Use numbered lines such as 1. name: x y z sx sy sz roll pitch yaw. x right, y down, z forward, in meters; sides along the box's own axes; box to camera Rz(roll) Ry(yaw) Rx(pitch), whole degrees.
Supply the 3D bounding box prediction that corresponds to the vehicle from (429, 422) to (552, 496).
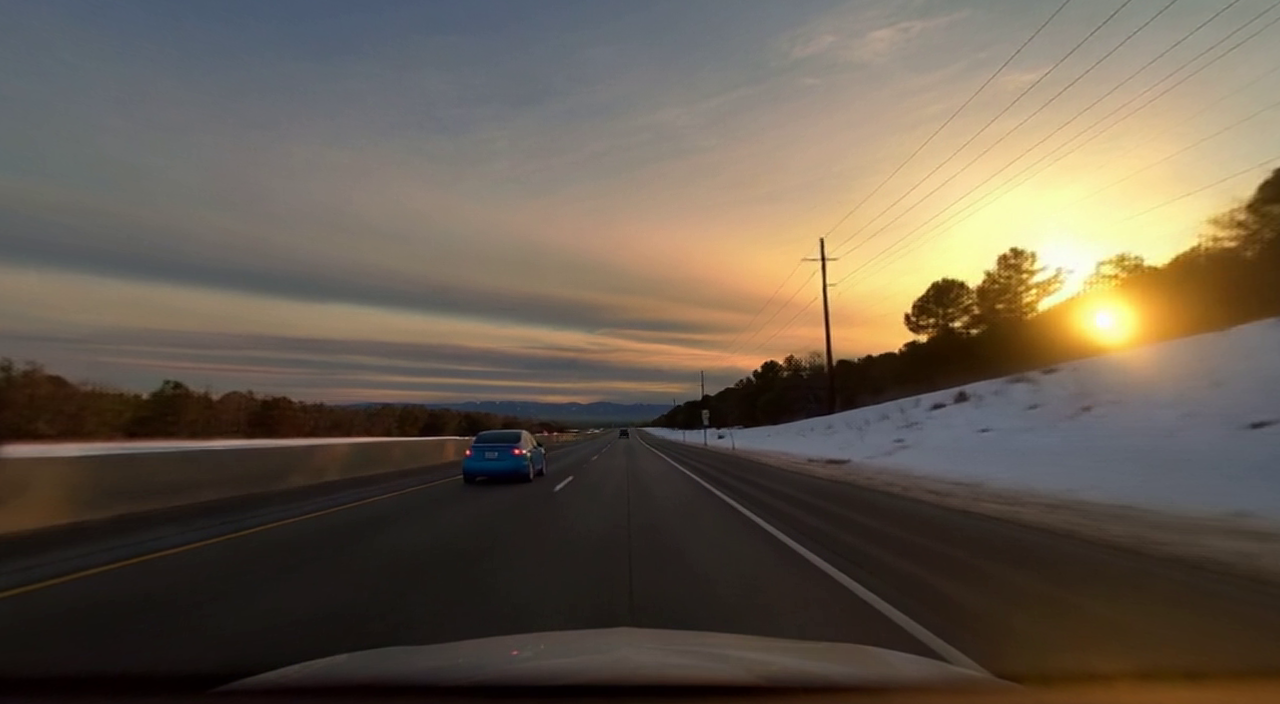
1. vehicle: -3.423 2.513 15.216 1.999 1.536 3.969 0 -8 0
